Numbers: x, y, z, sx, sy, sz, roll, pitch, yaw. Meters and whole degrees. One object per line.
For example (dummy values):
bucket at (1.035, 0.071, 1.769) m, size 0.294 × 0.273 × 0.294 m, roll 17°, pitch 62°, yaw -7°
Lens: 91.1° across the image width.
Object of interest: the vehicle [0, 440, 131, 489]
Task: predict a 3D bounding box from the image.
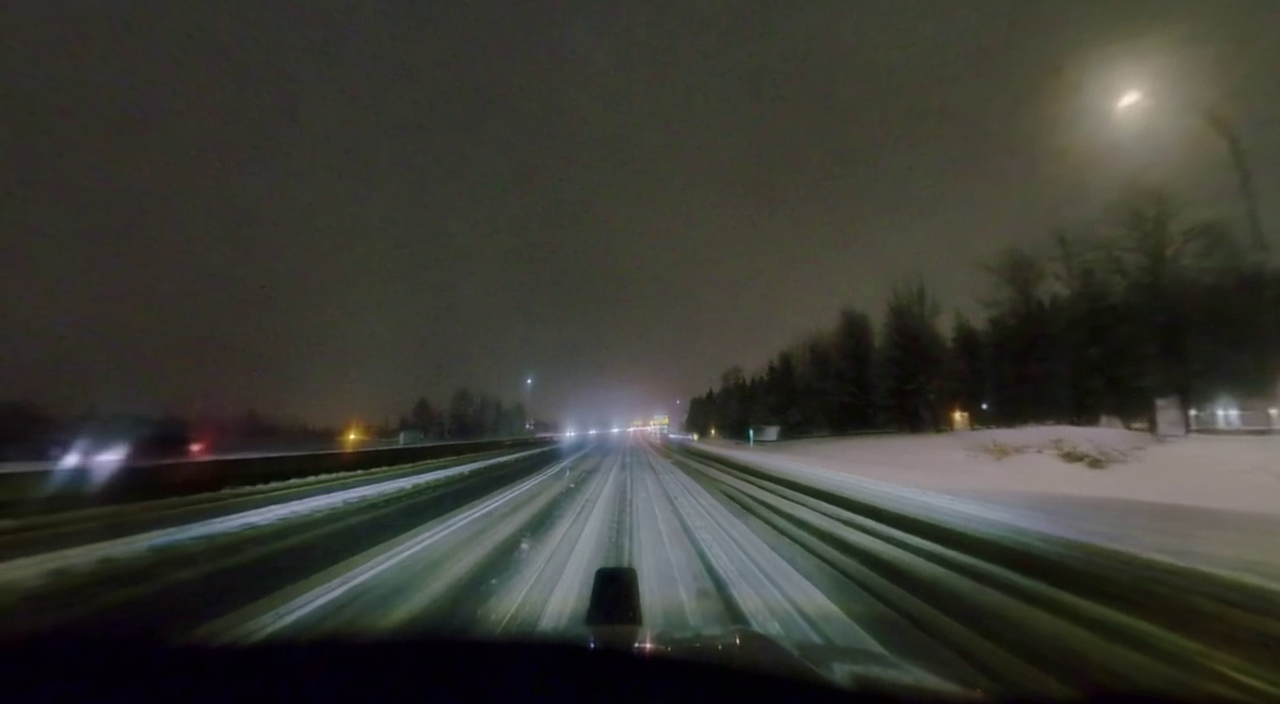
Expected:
vehicle at (-20.373, 3.796, 21.770) m, size 1.816 × 1.493 × 4.415 m, roll 0°, pitch -8°, yaw -1°
